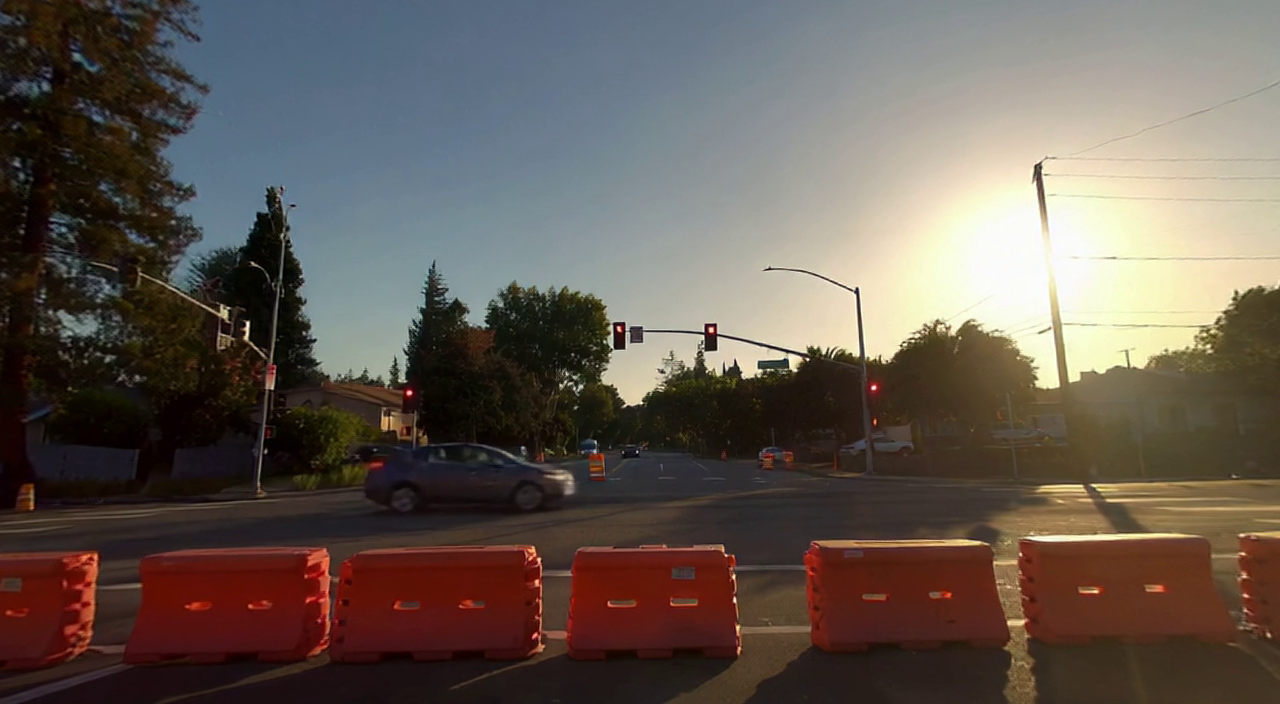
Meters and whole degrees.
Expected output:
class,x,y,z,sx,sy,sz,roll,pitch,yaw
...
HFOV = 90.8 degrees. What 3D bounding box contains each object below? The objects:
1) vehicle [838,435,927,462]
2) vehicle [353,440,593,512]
class,x,y,z,sx,sy,sz,roll,pitch,yaw
vehicle,15.394,6.179,40.323,4.892,1.656,1.856,0,-8,0
vehicle,-3.575,2.758,14.325,4.860,1.483,2.077,0,-8,0
